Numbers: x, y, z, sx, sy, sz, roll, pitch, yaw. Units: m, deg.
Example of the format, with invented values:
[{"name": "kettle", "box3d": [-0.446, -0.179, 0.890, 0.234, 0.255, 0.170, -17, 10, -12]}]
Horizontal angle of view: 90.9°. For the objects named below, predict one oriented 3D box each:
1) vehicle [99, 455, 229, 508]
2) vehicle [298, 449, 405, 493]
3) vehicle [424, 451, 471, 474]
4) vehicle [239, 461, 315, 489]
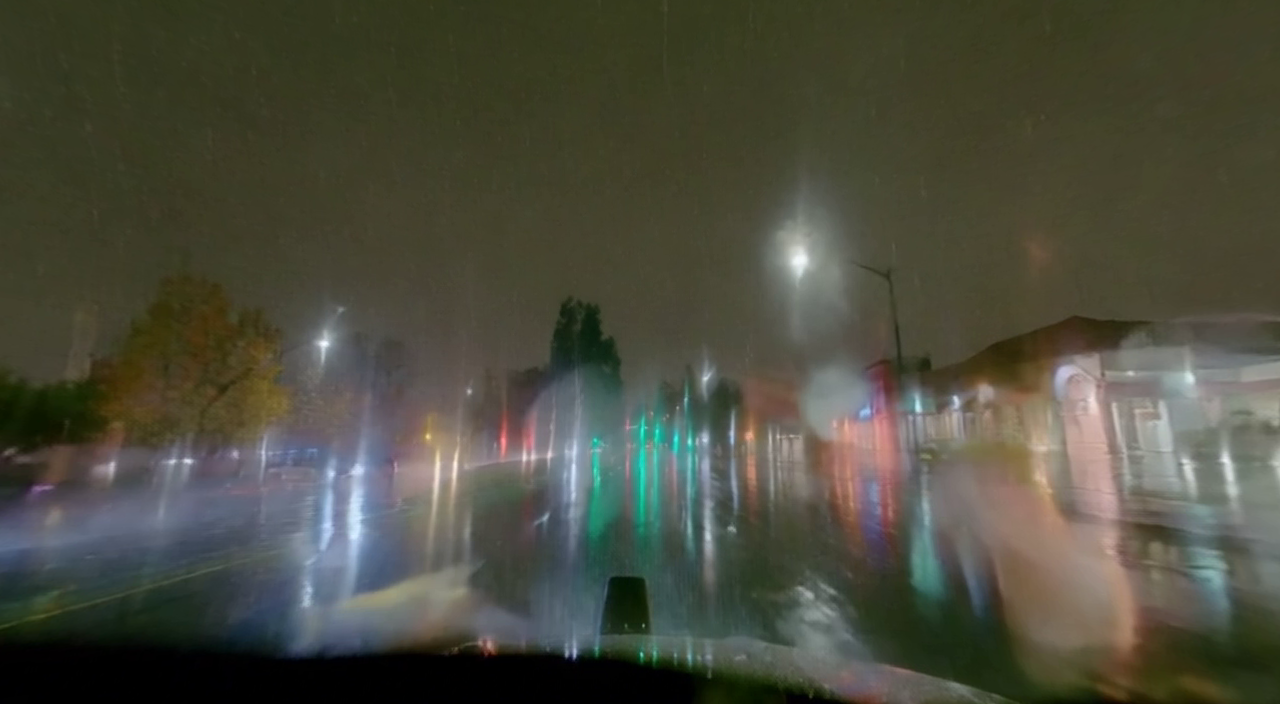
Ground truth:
[{"name": "vehicle", "box3d": [-18.175, 4.918, 24.362, 1.875, 1.669, 4.064, -5, -8, 1]}, {"name": "vehicle", "box3d": [-11.646, 4.808, 25.876, 2.070, 1.500, 4.724, -3, -8, 2]}, {"name": "vehicle", "box3d": [-14.187, 8.142, 46.664, 1.975, 1.499, 4.658, -1, -8, 1]}, {"name": "vehicle", "box3d": [-21.897, 7.418, 38.254, 1.866, 1.444, 4.407, -1, -8, 2]}]
